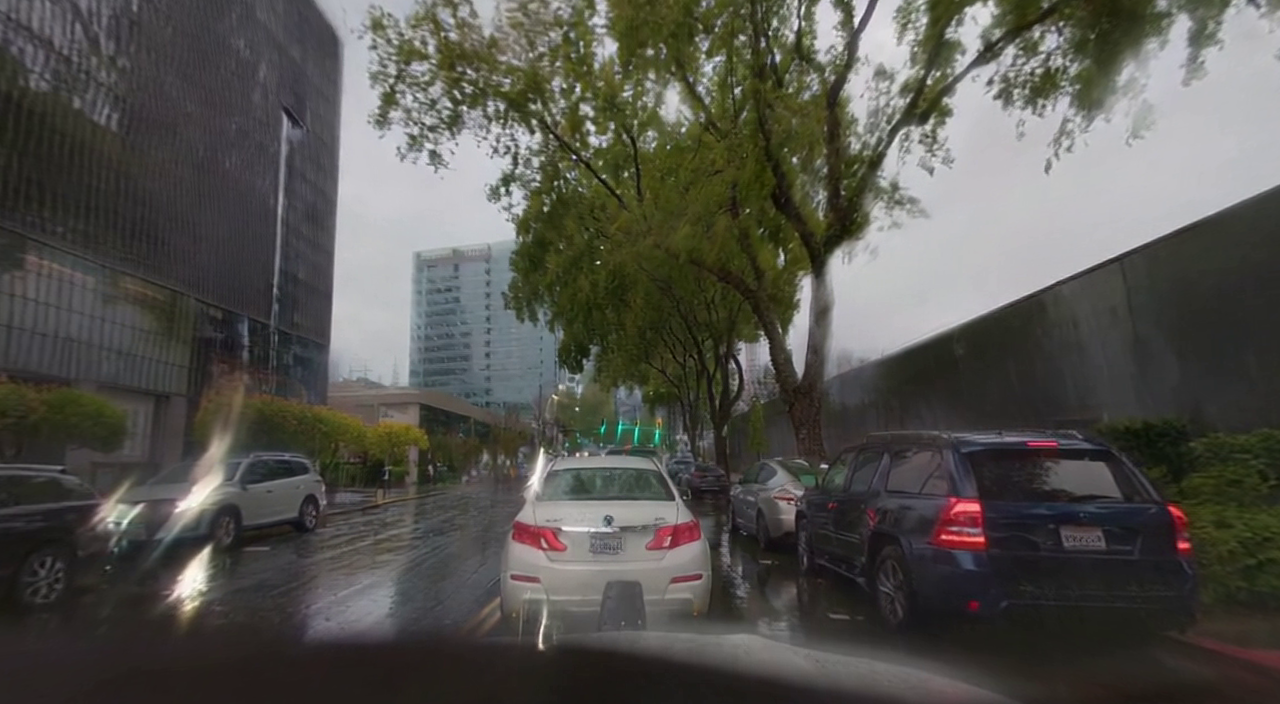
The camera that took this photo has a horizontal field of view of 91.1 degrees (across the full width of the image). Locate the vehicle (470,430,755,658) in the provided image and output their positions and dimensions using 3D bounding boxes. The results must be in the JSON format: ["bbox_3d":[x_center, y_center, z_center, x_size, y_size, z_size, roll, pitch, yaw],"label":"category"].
[{"bbox_3d":[-0.175,1.705,6.381,2.018,1.583,3.646,1,-10,1],"label":"vehicle"}]

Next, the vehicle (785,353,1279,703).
[{"bbox_3d":[2.713,1.371,5.312,1.868,1.920,4.501,1,-10,0],"label":"vehicle"}]

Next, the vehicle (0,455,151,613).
[{"bbox_3d":[-6.968,1.631,5.522,1.900,1.471,4.202,1,-10,0],"label":"vehicle"}]

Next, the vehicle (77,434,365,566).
[{"bbox_3d":[-6.826,2.541,11.059,1.994,1.701,4.520,-3,-12,-1],"label":"vehicle"}]
